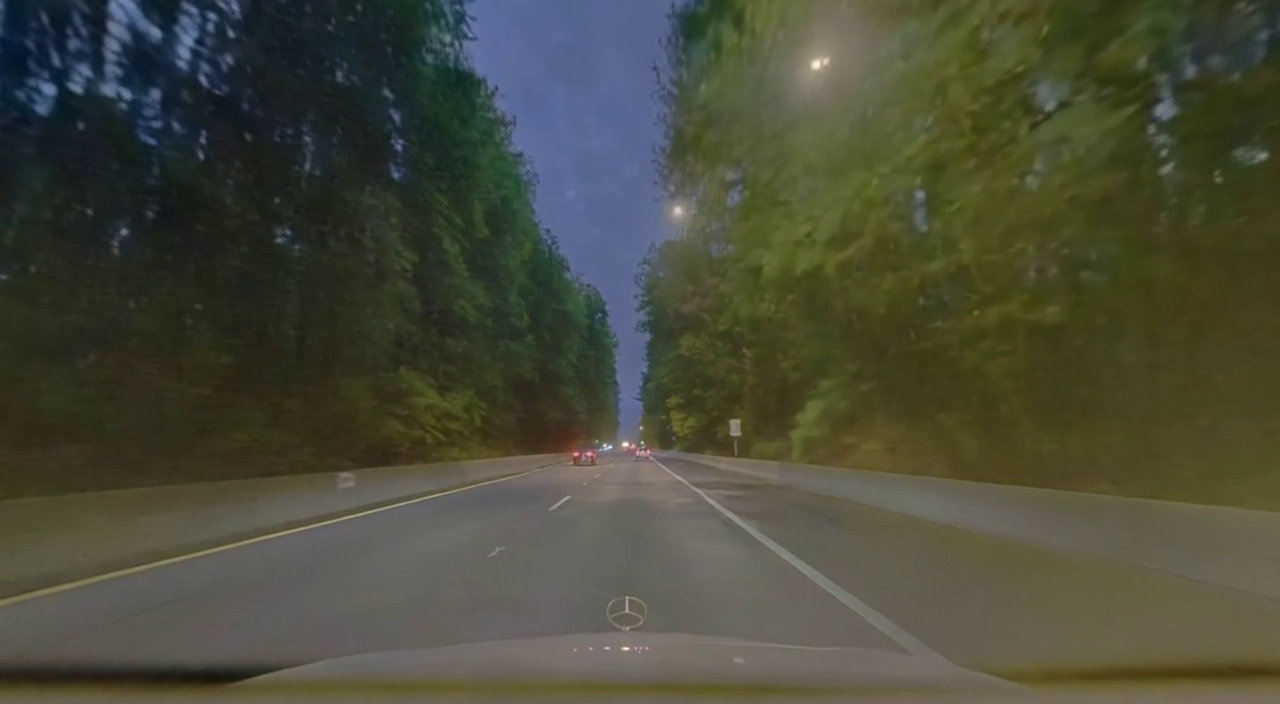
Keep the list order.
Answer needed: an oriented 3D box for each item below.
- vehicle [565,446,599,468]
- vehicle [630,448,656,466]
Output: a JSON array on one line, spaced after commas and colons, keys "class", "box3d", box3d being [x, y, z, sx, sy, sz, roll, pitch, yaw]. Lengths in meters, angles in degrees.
[{"class": "vehicle", "box3d": [-4.248, 7.764, 46.708, 2.112, 1.498, 4.117, 0, -9, 0]}, {"class": "vehicle", "box3d": [0.206, 8.265, 49.684, 1.989, 1.402, 3.831, 0, -9, 0]}]
